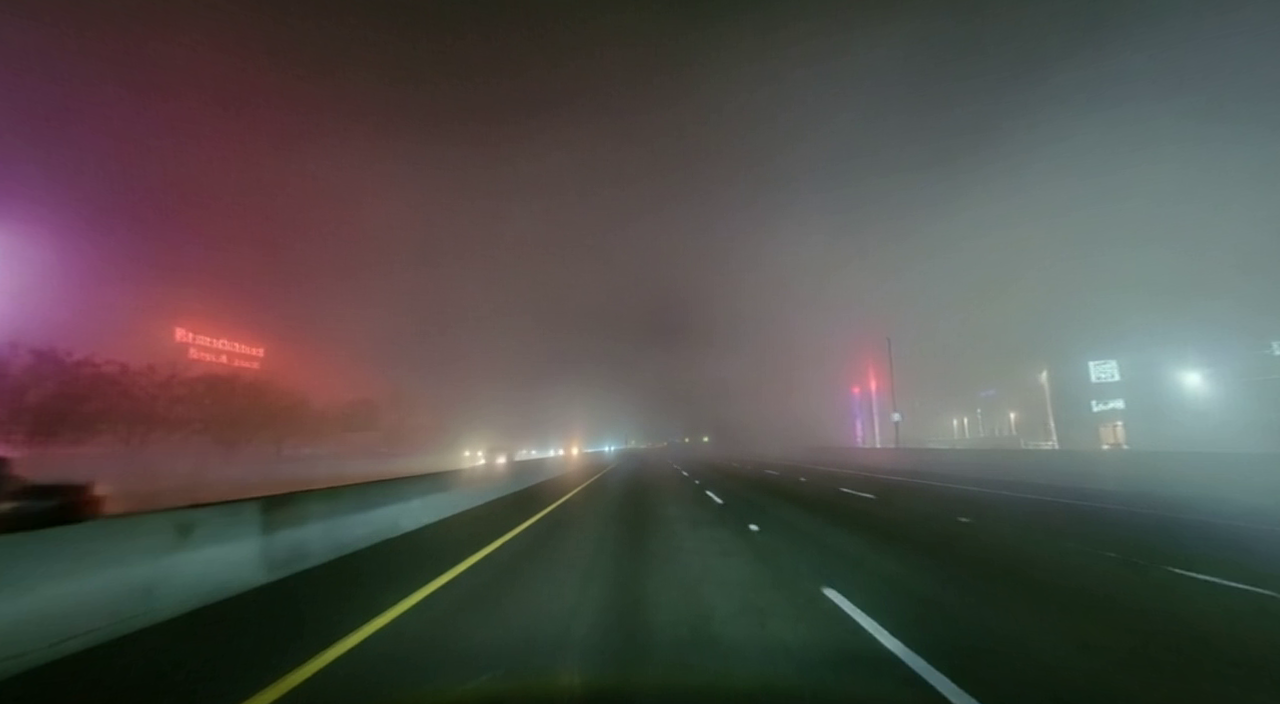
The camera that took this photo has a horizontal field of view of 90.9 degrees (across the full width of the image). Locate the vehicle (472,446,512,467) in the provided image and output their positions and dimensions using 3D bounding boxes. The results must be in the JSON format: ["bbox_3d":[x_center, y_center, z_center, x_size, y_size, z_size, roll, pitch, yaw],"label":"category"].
[{"bbox_3d":[-11.338,7.997,48.529,1.910,1.499,4.634,0,-8,1],"label":"vehicle"}]
